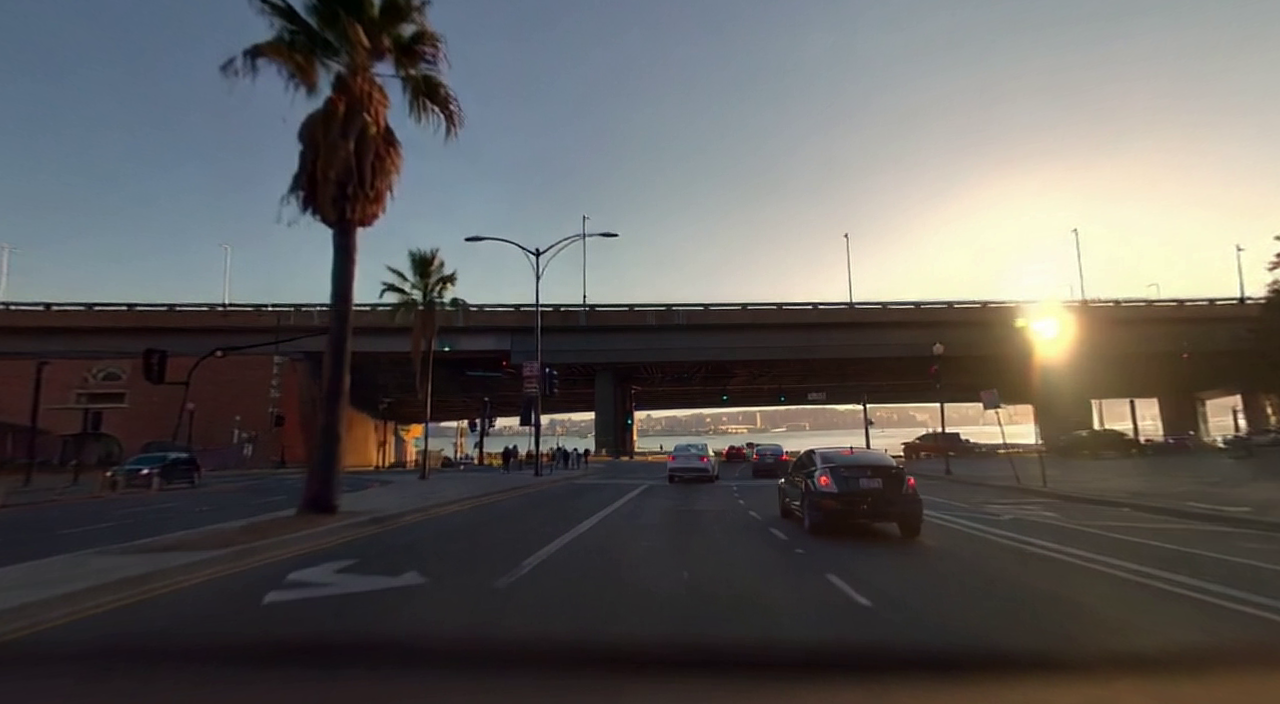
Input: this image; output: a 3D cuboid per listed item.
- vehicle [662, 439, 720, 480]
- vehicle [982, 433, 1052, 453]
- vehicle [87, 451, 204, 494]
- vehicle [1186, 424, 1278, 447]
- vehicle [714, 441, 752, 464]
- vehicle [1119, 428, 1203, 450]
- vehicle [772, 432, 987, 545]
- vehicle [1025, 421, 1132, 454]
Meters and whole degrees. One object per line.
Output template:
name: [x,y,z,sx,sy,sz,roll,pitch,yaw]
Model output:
vehicle: [2.160,4.375,25.761,2.077,1.518,3.760,-2,-9,9]
vehicle: [29.863,7.228,49.904,4.487,1.474,1.943,1,-9,-10]
vehicle: [-23.910,5.802,30.703,2.106,1.791,4.618,-1,-9,-3]
vehicle: [42.137,5.933,44.798,5.097,1.557,1.900,1,-9,-9]
vehicle: [6.599,7.092,44.413,2.134,1.492,4.674,-3,-9,14]
vehicle: [35.973,6.023,43.501,4.535,1.480,1.882,1,-9,-11]
vehicle: [3.773,2.238,11.063,2.051,1.509,4.933,-1,-9,3]
vehicle: [29.364,5.757,42.236,5.771,2.019,2.293,0,-9,-10]
